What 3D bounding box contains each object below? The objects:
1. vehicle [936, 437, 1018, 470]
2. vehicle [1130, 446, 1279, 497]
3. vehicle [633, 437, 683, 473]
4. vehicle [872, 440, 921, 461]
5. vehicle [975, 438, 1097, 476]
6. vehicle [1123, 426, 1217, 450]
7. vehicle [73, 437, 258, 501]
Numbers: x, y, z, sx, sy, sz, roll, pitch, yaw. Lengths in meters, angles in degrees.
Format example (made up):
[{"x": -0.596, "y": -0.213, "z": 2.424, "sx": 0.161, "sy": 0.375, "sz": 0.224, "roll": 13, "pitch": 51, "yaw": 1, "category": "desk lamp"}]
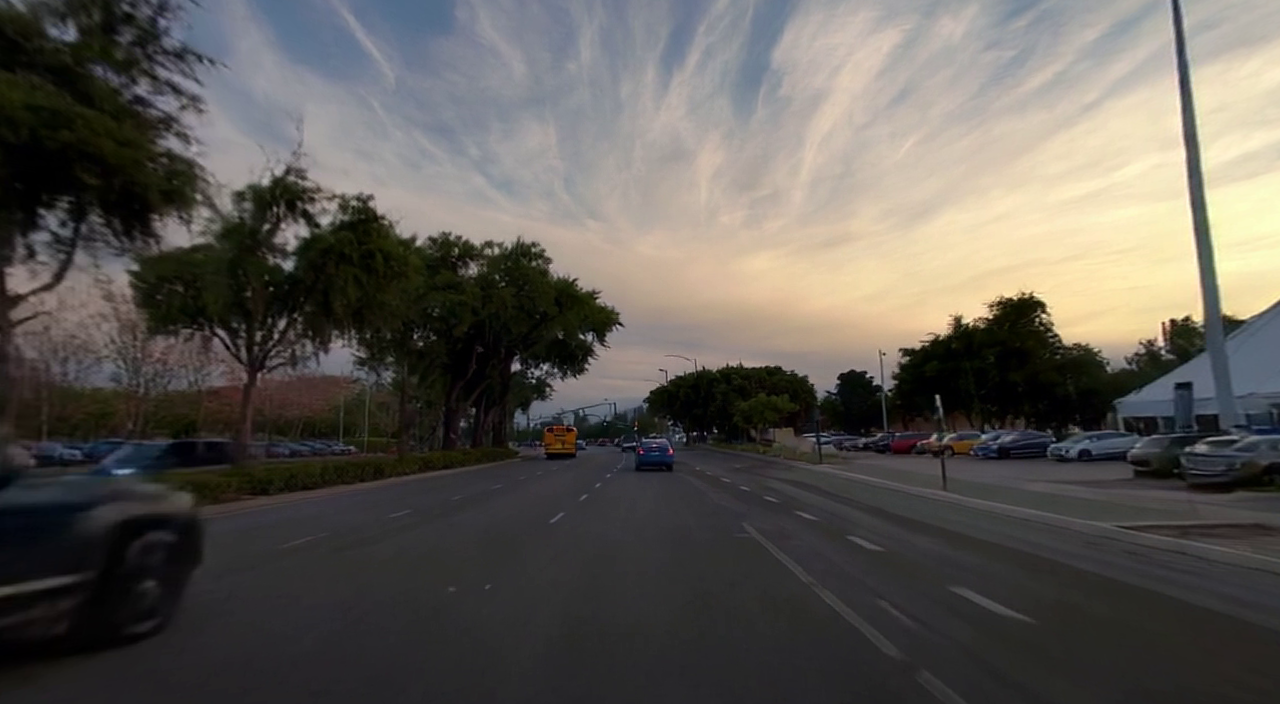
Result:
[{"x": 19.231, "y": 5.795, "z": 36.315, "sx": 1.965, "sy": 1.749, "sz": 4.838, "roll": 0, "pitch": -9, "yaw": -1, "category": "vehicle"}, {"x": 18.826, "y": 3.811, "z": 20.618, "sx": 1.849, "sy": 1.466, "sz": 4.831, "roll": -1, "pitch": -9, "yaw": 3, "category": "vehicle"}, {"x": 0.764, "y": 4.702, "z": 28.988, "sx": 2.123, "sy": 1.498, "sz": 4.226, "roll": 0, "pitch": -9, "yaw": 0, "category": "vehicle"}, {"x": 19.403, "y": 7.470, "z": 47.910, "sx": 1.826, "sy": 1.532, "sz": 4.290, "roll": 0, "pitch": -9, "yaw": -1, "category": "vehicle"}, {"x": 19.198, "y": 5.126, "z": 31.042, "sx": 2.229, "sy": 1.661, "sz": 5.991, "roll": 0, "pitch": -9, "yaw": 1, "category": "vehicle"}, {"x": 33.404, "y": 5.467, "z": 39.842, "sx": 4.215, "sy": 1.462, "sz": 1.883, "roll": 0, "pitch": -9, "yaw": -1, "category": "vehicle"}, {"x": -14.363, "y": 3.538, "z": 19.531, "sx": 2.126, "sy": 1.742, "sz": 4.517, "roll": 0, "pitch": -9, "yaw": 1, "category": "vehicle"}]
